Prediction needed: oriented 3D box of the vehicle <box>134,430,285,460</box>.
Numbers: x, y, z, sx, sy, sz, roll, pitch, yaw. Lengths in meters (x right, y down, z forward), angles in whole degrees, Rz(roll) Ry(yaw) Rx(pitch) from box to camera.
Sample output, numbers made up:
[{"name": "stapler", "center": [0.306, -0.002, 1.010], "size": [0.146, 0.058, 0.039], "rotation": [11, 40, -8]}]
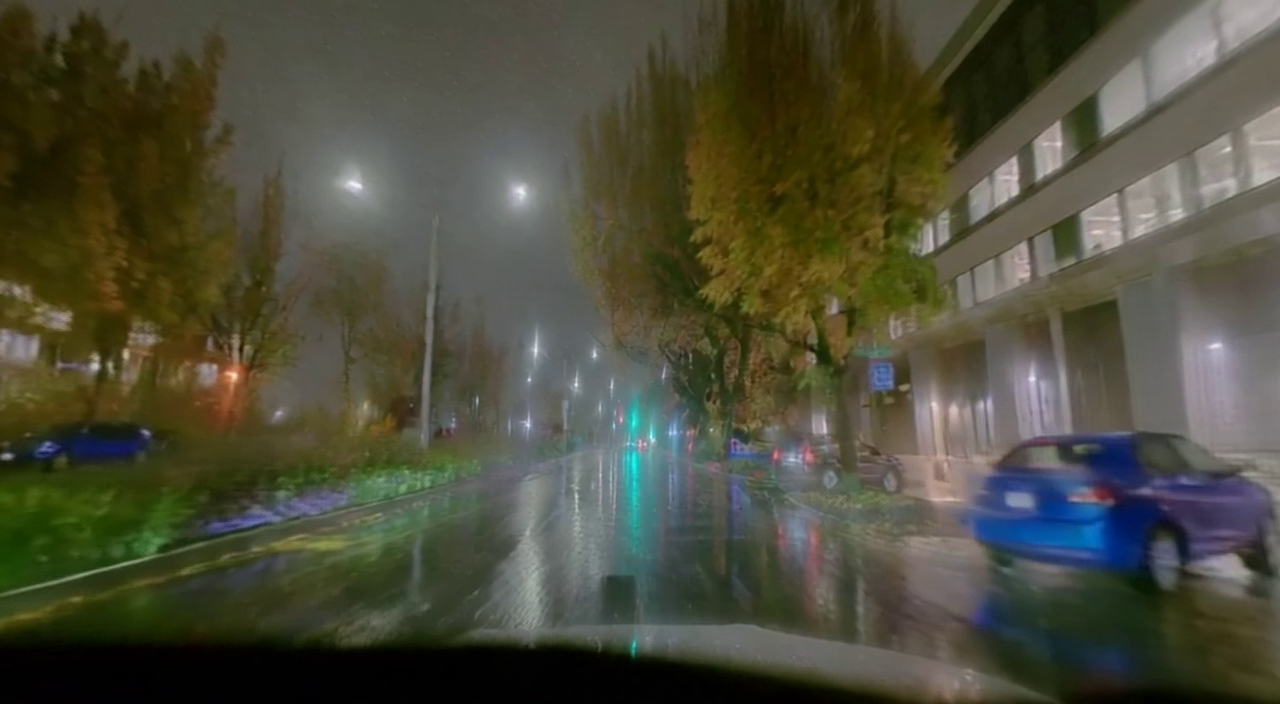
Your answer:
[{"name": "vehicle", "center": [-19.057, 4.177, 28.403], "size": [2.389, 1.206, 6.247], "rotation": [-1, -8, 1]}]

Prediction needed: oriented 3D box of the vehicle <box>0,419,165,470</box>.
[{"name": "vehicle", "center": [-18.609, 3.065, 20.938], "size": [1.869, 1.494, 4.833], "rotation": [0, -8, -1]}]

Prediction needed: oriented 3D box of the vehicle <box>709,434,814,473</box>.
[{"name": "vehicle", "center": [5.030, 4.103, 25.775], "size": [4.275, 1.428, 1.774], "rotation": [6, -10, -37]}]

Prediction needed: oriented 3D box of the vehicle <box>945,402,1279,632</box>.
[{"name": "vehicle", "center": [5.149, 1.357, 6.208], "size": [4.244, 1.487, 1.976], "rotation": [5, -10, -36]}]

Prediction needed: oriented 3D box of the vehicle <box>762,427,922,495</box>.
[{"name": "vehicle", "center": [5.092, 2.663, 15.764], "size": [3.765, 1.497, 1.831], "rotation": [5, -10, -35]}]

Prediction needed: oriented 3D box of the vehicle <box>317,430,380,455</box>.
[{"name": "vehicle", "center": [-18.737, 5.842, 40.678], "size": [1.909, 1.518, 4.459], "rotation": [-1, -8, 1]}]

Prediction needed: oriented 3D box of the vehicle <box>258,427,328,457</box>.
[{"name": "vehicle", "center": [-19.020, 4.947, 34.677], "size": [1.792, 1.554, 3.682], "rotation": [0, -8, -1]}]
